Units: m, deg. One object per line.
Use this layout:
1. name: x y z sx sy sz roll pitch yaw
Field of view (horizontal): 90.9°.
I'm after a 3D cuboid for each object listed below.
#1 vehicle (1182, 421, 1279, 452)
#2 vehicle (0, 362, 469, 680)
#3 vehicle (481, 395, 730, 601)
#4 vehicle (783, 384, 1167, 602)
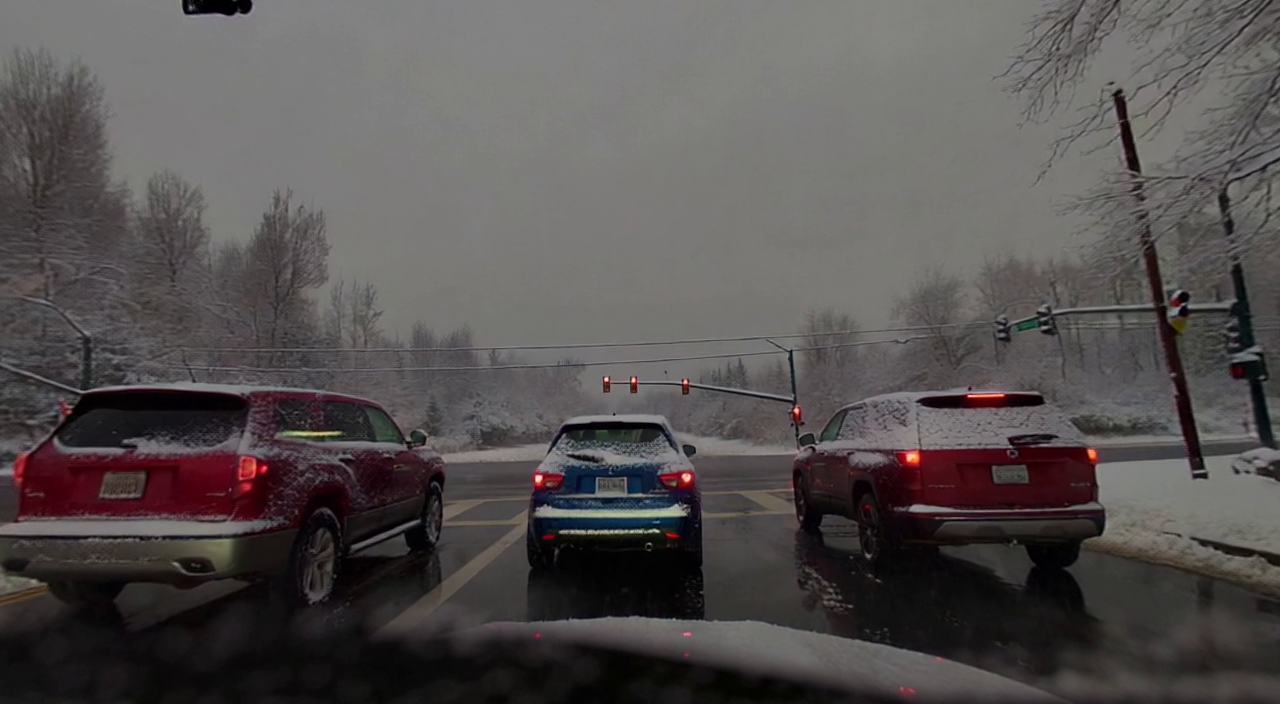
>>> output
1. vehicle: 32.818 4.659 34.761 4.175 1.634 1.877 1 -8 -5
2. vehicle: -3.271 1.281 5.890 2.047 1.810 4.414 0 -8 1
3. vehicle: -0.231 1.510 7.317 2.067 1.702 3.987 0 -8 2
4. vehicle: 3.270 1.488 7.518 2.083 1.779 4.532 0 -8 0
